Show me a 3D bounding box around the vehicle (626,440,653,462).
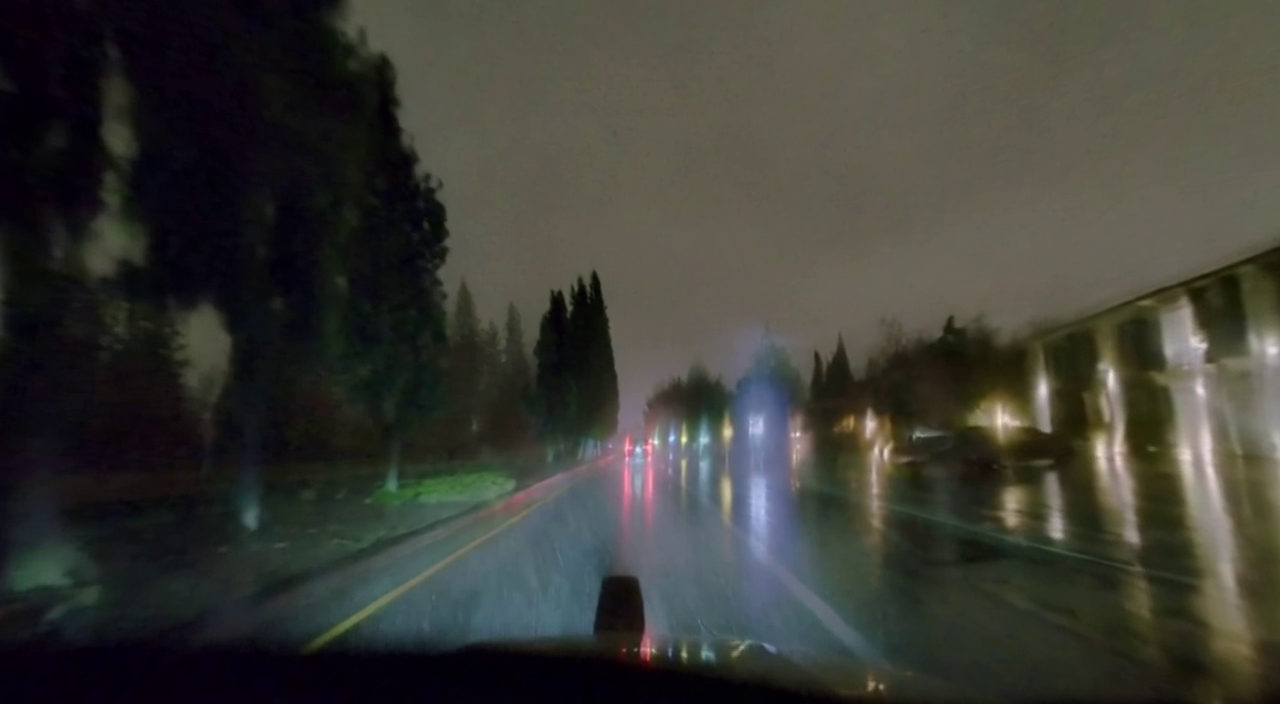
[{"bbox_3d":[-0.019,7.722,49.334,2.016,1.665,3.932,0,-8,-1],"label":"vehicle"}]
